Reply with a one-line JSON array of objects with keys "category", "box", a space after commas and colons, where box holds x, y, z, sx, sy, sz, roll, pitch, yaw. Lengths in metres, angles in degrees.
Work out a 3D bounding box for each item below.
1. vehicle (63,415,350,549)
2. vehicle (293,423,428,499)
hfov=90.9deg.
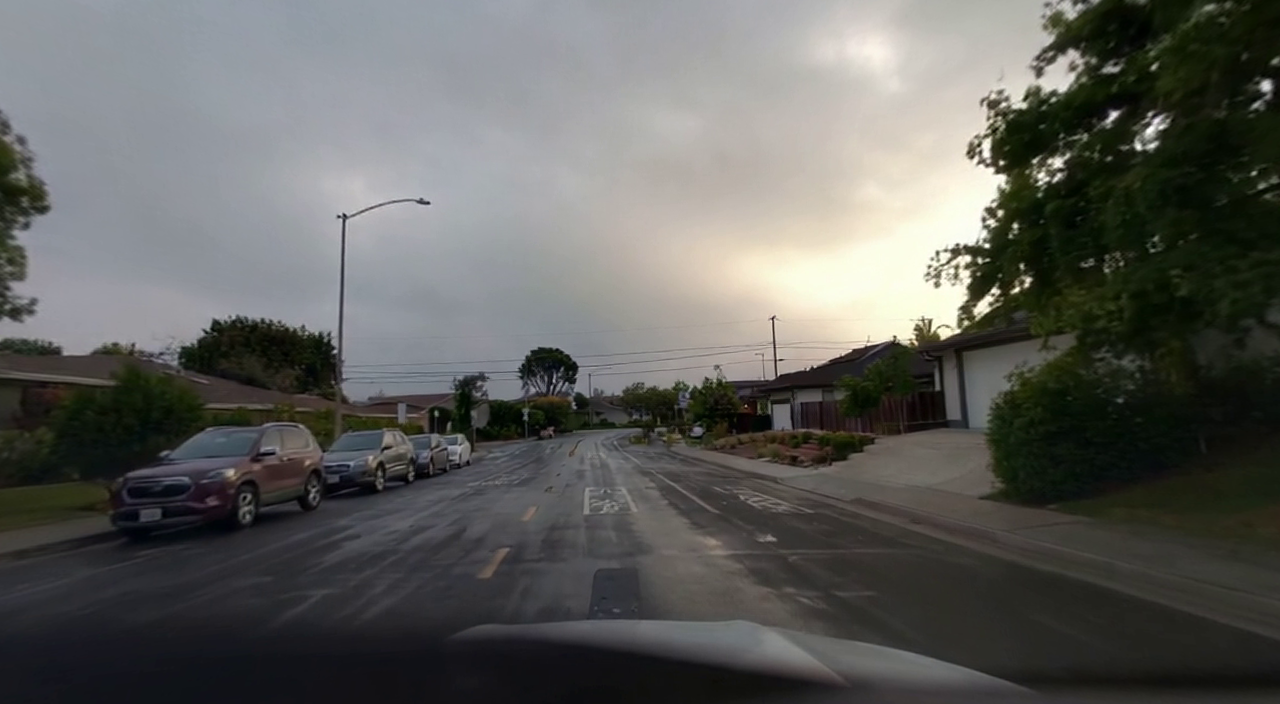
[{"category": "vehicle", "box": [-6.856, 2.042, 10.714, 2.147, 1.780, 4.165, 0, -8, -5]}, {"category": "vehicle", "box": [-7.330, 2.858, 17.087, 1.865, 1.750, 4.507, 0, -8, -4]}]
